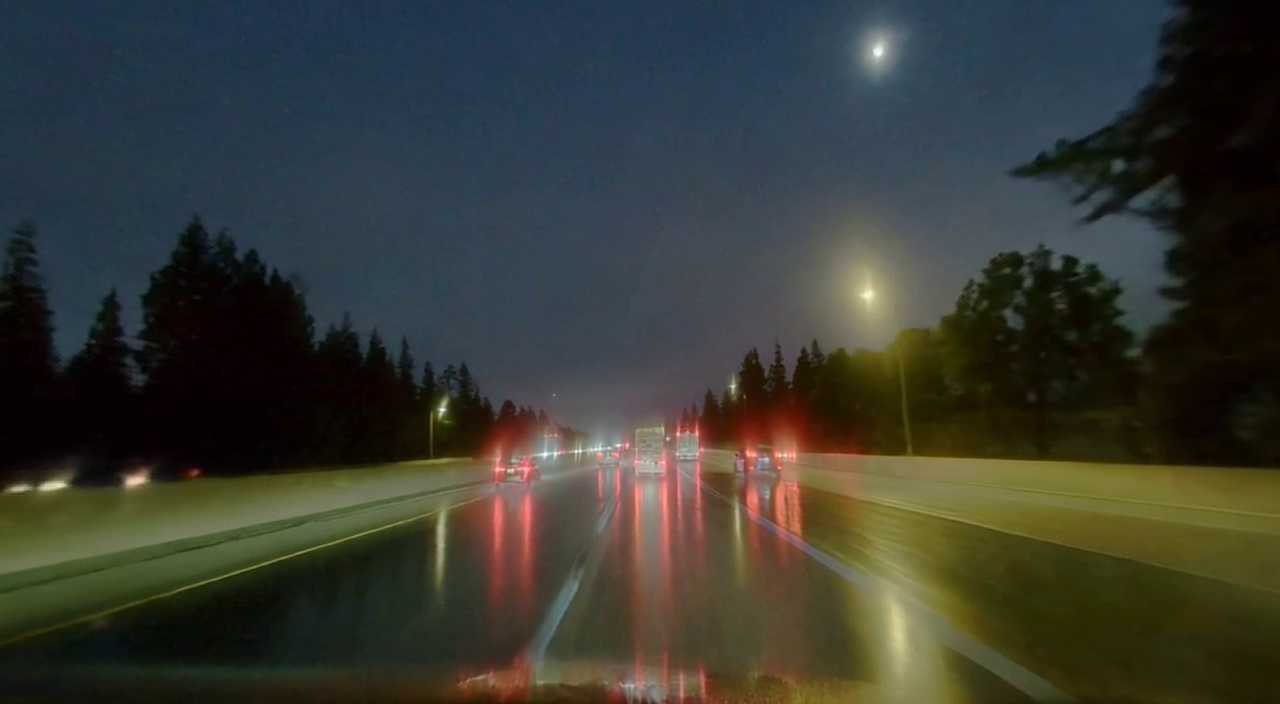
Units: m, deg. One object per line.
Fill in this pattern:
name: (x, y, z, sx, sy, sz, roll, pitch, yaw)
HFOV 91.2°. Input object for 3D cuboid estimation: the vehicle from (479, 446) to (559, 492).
vehicle: (-4.252, 4.208, 22.820, 1.967, 1.473, 4.439, 0, -9, 1)

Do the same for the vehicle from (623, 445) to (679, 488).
vehicle: (0.405, 4.504, 25.000, 2.015, 1.526, 4.286, 0, -9, 0)

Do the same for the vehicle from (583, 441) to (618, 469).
vehicle: (-2.947, 7.768, 47.478, 2.230, 1.973, 4.403, -1, -9, 2)

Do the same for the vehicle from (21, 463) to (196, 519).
vehicle: (-16.671, 4.331, 19.990, 1.912, 1.478, 4.106, 0, -9, 1)

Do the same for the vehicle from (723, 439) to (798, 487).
vehicle: (4.505, 4.228, 24.077, 2.018, 1.639, 4.149, 0, -9, 0)
